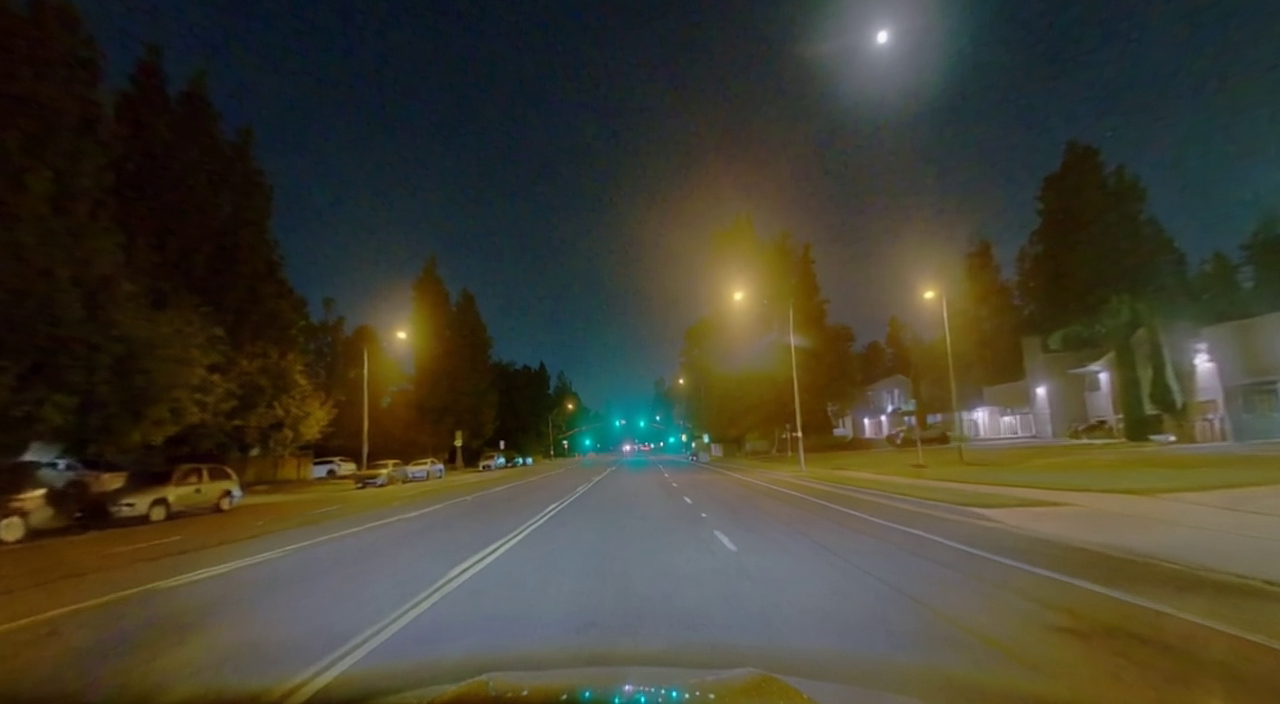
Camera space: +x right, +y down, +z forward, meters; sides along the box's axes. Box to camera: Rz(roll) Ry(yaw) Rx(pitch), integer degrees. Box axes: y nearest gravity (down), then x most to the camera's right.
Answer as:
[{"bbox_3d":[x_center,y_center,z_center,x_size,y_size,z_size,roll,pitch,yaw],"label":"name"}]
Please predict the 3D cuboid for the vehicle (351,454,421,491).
[{"bbox_3d":[-12.669,6.004,31.810,1.828,1.510,4.149,-4,-9,0],"label":"vehicle"}]

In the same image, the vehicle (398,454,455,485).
[{"bbox_3d":[-12.663,6.963,37.699,1.909,1.477,4.345,-3,-8,-1],"label":"vehicle"}]

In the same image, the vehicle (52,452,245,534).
[{"bbox_3d":[-12.637,3.581,16.638,1.882,1.727,3.945,-3,-8,0],"label":"vehicle"}]

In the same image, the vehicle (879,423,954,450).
[{"bbox_3d":[17.532,5.400,40.131,1.726,1.620,3.938,7,-11,-37],"label":"vehicle"}]

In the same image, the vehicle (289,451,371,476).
[{"bbox_3d":[-20.916,7.500,42.675,4.498,1.623,1.903,0,-9,1],"label":"vehicle"}]
